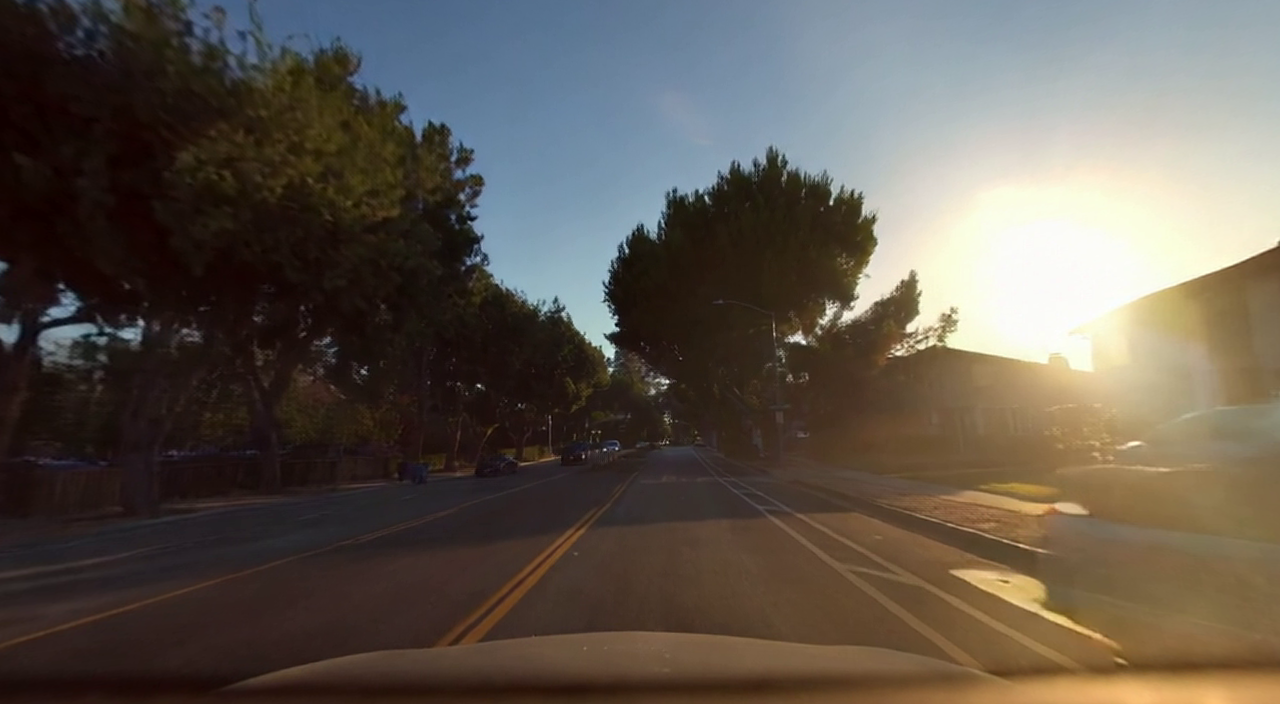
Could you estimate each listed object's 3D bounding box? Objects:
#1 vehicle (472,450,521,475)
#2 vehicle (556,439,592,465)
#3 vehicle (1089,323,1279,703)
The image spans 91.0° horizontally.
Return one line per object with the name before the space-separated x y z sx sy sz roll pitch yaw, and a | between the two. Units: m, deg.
vehicle | -8.958 6.932 39.763 1.865 1.441 4.422 0 -8 3
vehicle | -4.960 7.601 48.007 2.063 1.859 4.812 0 -8 2
vehicle | 4.973 0.899 3.673 4.724 1.862 2.268 5 -10 -36
